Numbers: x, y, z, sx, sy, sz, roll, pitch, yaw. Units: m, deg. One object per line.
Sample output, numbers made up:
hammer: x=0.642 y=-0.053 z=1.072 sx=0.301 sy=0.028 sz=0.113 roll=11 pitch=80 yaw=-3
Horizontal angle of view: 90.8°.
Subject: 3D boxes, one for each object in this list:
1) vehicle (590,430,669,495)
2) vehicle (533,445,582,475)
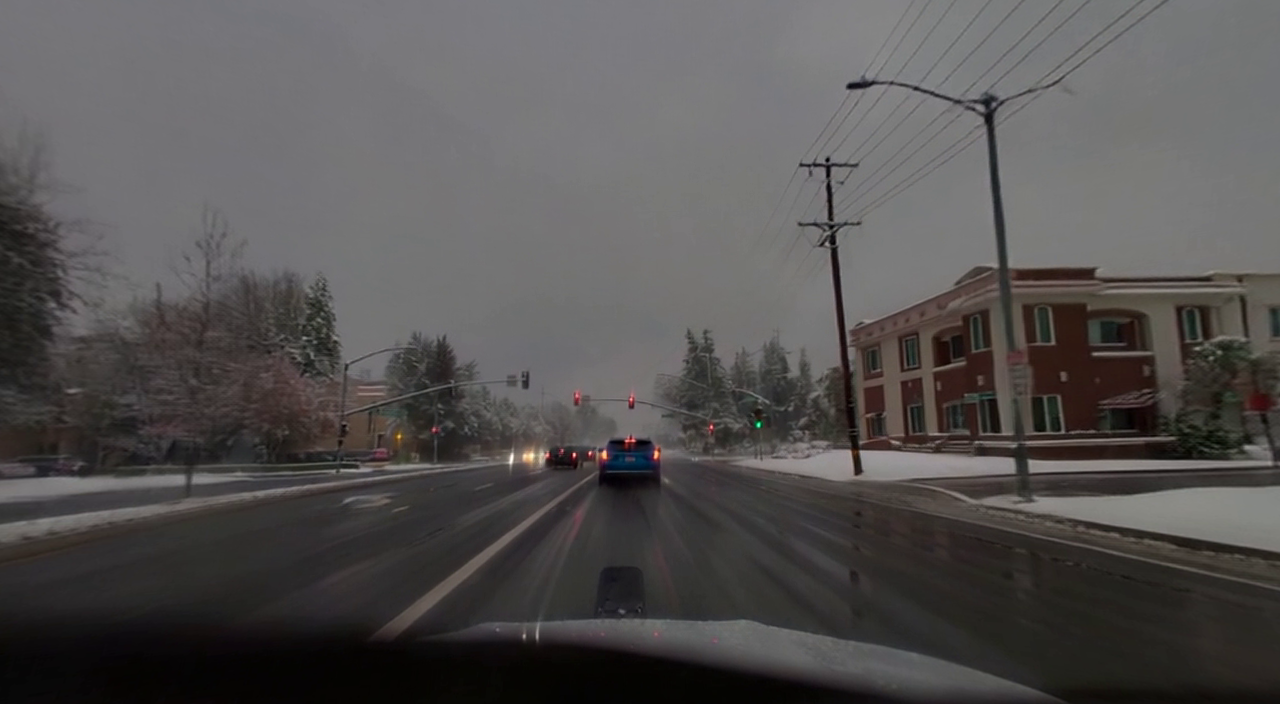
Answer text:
vehicle: x=-0.352 y=3.405 z=19.771 sx=2.188 sy=1.782 sz=3.982 roll=0 pitch=-8 yaw=-2
vehicle: x=-4.222 y=5.616 z=33.158 sx=2.075 sy=1.474 sz=4.367 roll=0 pitch=-8 yaw=-1
